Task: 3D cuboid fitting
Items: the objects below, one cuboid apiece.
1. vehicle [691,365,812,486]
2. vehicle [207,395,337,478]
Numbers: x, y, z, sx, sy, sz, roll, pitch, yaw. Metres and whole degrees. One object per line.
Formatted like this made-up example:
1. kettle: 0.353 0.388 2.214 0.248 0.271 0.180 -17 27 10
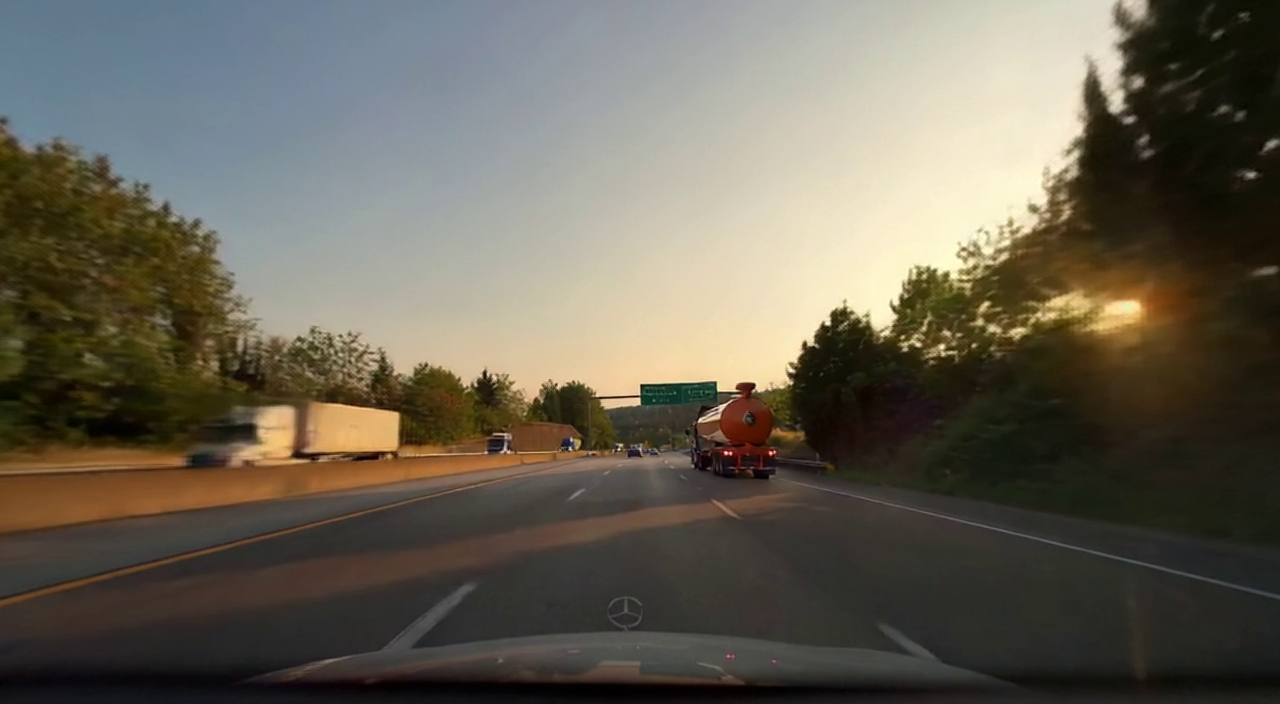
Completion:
1. vehicle: 4.378 3.553 28.440 2.784 4.080 13.516 -1 -9 -1
2. vehicle: -18.397 4.335 32.030 2.996 3.818 5.801 0 -9 -1
